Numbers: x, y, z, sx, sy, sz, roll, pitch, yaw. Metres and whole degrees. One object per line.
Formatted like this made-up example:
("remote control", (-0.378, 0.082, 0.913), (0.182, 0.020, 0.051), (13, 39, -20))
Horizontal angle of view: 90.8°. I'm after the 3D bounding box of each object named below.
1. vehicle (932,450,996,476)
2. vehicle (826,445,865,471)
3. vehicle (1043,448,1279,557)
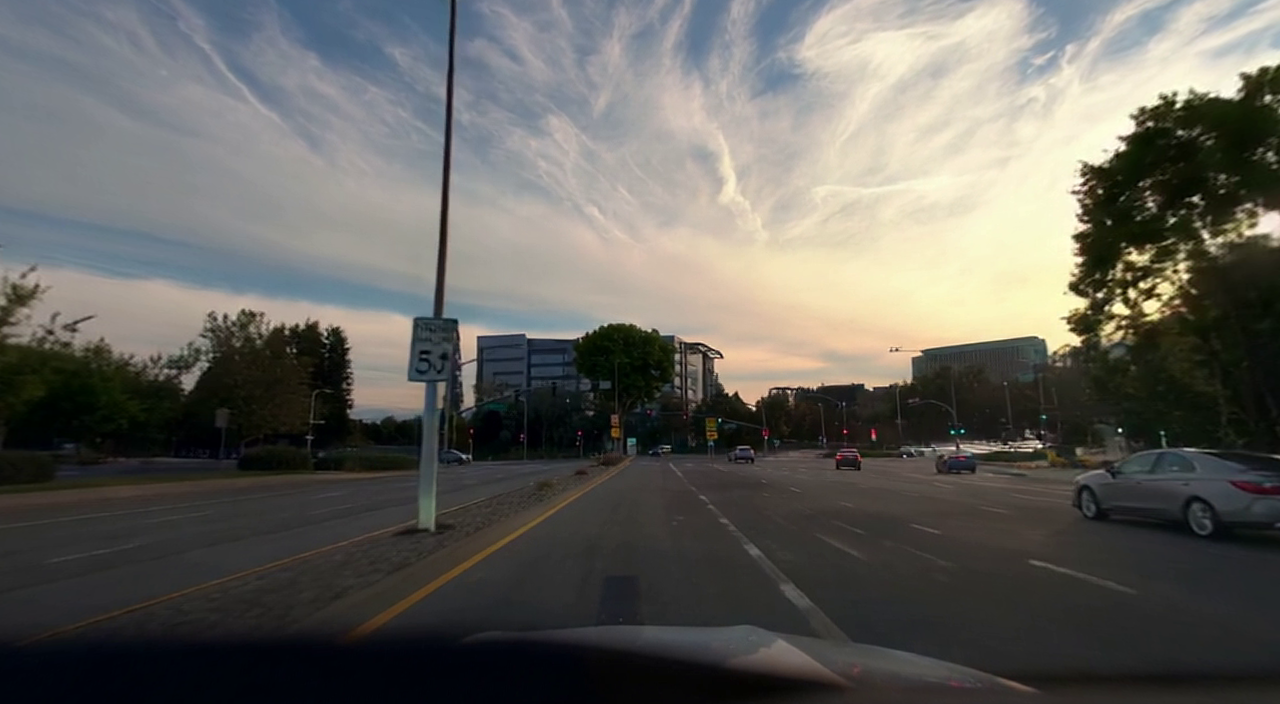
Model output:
("vehicle", (20.975, 7.205, 41.139), (1.896, 1.524, 4.562), (0, -8, 3))
("vehicle", (15.380, 7.911, 47.531), (1.951, 1.843, 4.335), (-1, -8, 7))
("vehicle", (9.614, 2.491, 11.269), (1.933, 1.500, 4.458), (0, -8, 1))
